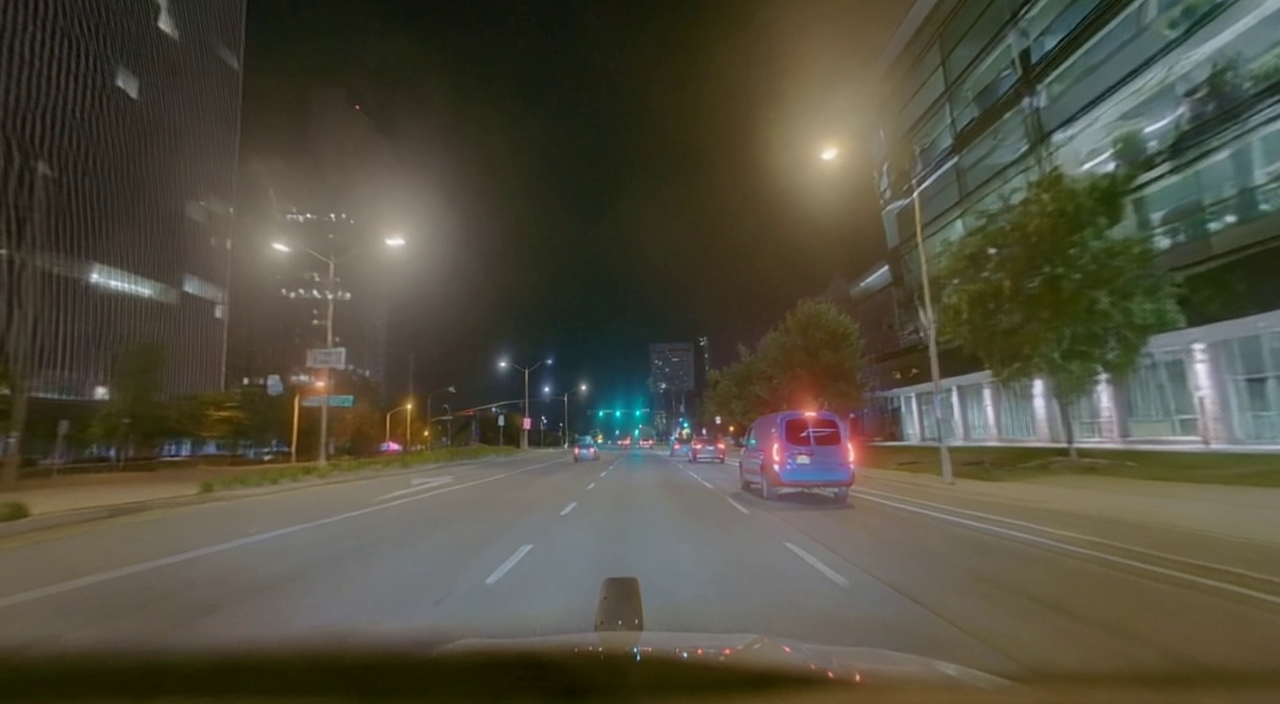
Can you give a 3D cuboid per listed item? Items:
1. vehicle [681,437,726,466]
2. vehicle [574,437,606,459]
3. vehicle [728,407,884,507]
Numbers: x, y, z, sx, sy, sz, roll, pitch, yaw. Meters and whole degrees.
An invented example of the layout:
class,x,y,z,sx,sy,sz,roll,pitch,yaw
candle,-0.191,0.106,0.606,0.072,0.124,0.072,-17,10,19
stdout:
class,x,y,z,sx,sy,sz,roll,pitch,yaw
vehicle,3.378,5.383,34.219,1.867,1.493,4.190,0,-8,-1
vehicle,-3.454,6.790,44.425,1.864,1.464,4.195,0,-8,1
vehicle,3.563,2.405,14.767,2.200,1.914,5.145,0,-8,-1
